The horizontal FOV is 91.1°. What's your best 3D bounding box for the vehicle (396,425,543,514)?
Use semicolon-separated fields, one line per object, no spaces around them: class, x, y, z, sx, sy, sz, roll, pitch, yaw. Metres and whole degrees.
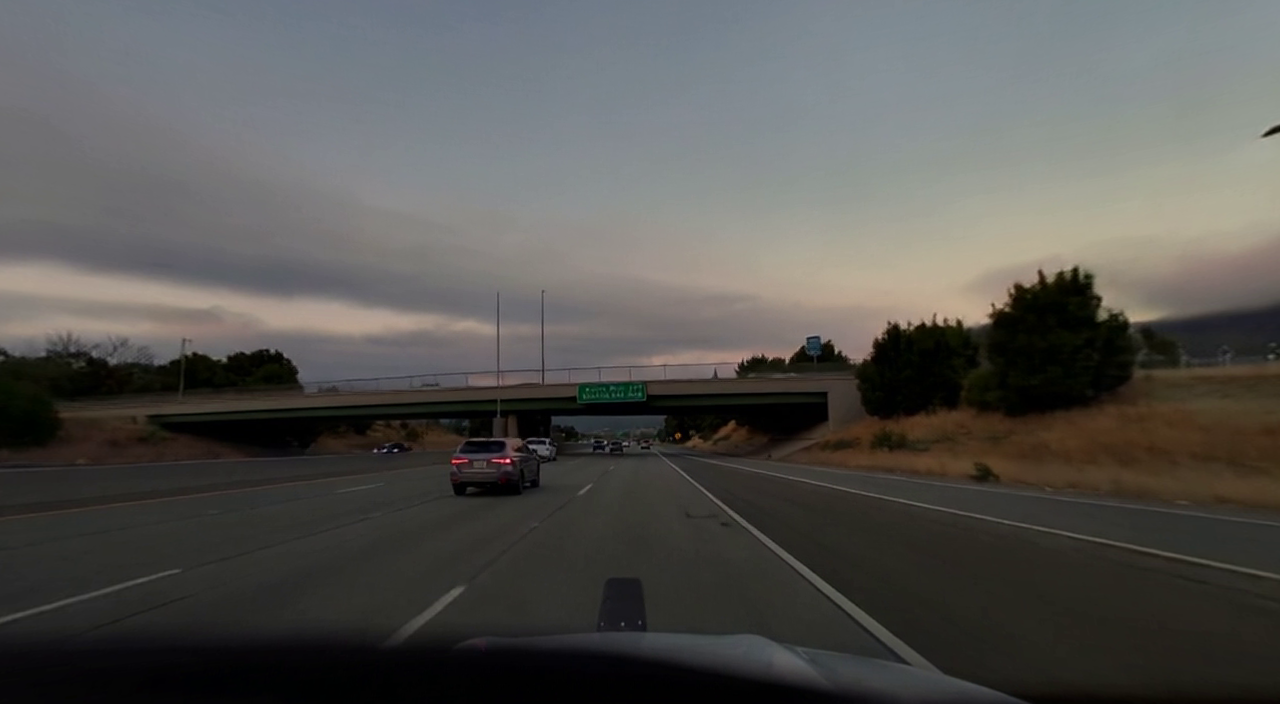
vehicle;-3.661;2.606;14.436;2.048;1.705;4.384;0;-8;1
